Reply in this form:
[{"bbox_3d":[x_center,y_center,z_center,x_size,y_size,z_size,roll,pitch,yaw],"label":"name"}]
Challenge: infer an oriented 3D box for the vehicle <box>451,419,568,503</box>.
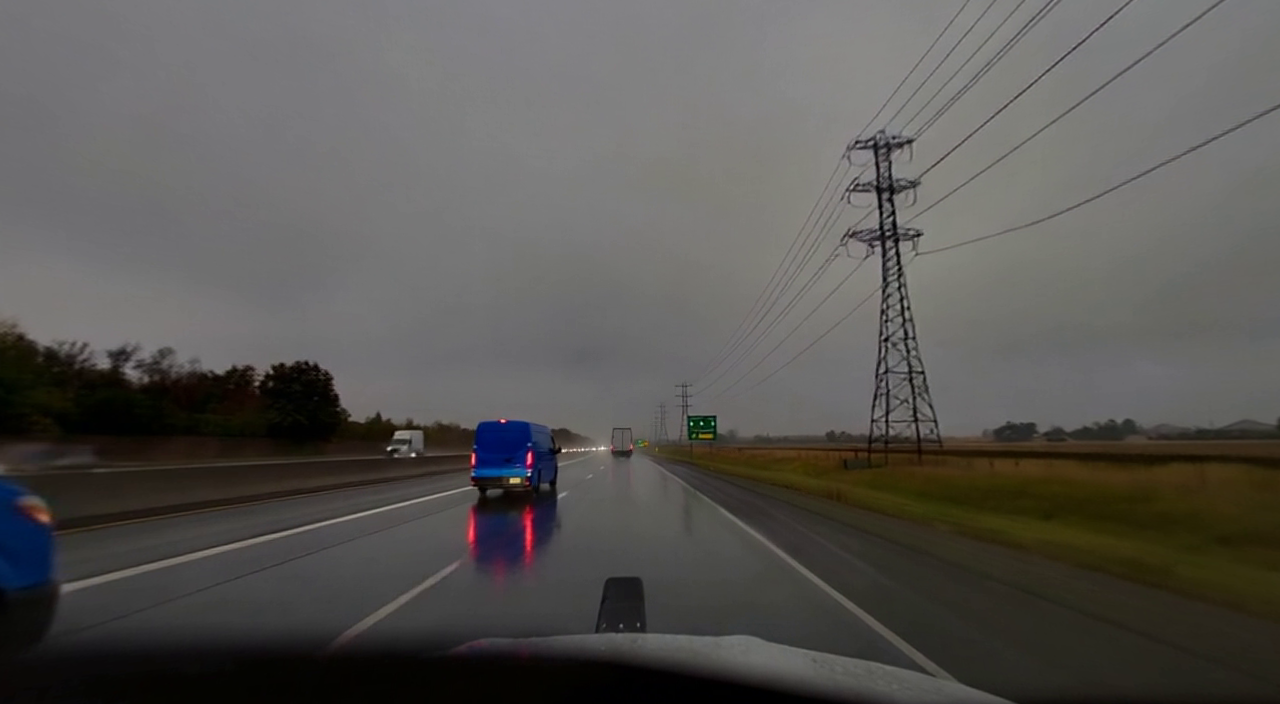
[{"bbox_3d":[-3.448,3.041,17.864,2.197,2.011,5.130,0,-9,0],"label":"vehicle"}]
